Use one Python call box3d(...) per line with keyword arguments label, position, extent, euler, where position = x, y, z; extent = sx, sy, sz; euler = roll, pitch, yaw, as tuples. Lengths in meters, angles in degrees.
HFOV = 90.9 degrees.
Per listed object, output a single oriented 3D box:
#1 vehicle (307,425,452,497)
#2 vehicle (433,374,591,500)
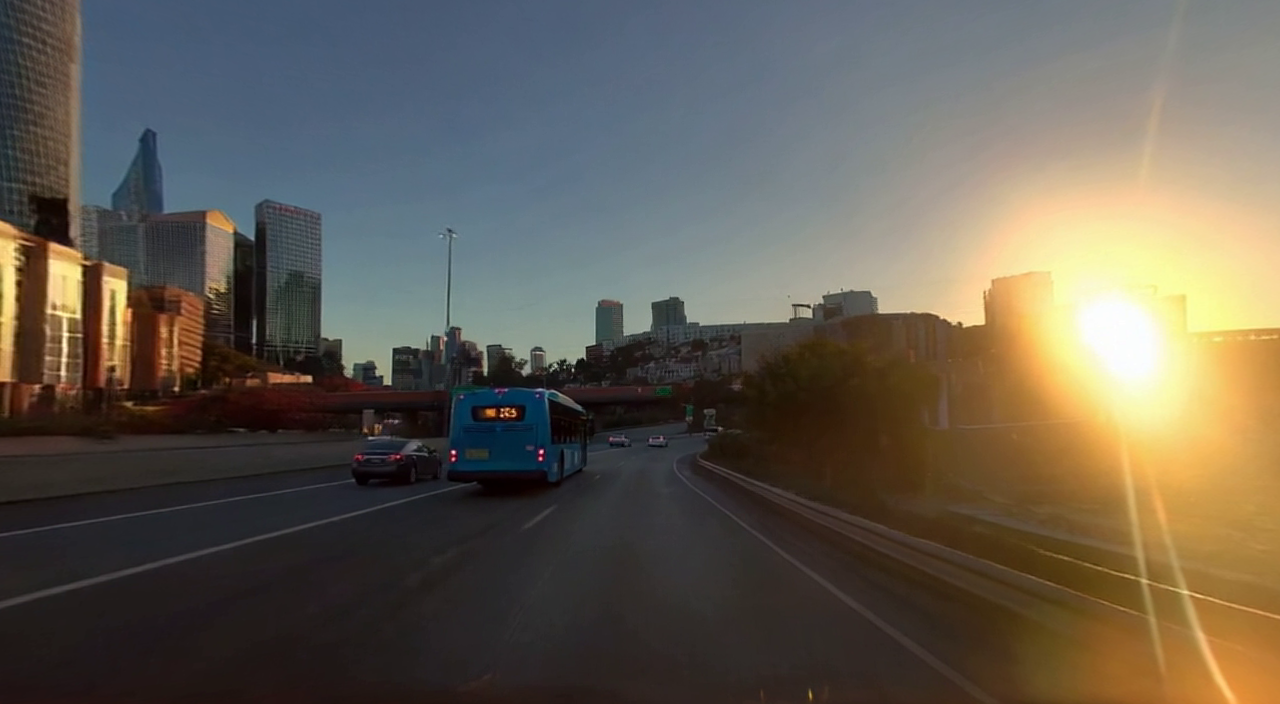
box3d(label="vehicle", position=(-6.902, 2.950, 17.342), extent=(1.993, 1.690, 4.450), euler=(-1, -9, 1))
box3d(label="vehicle", position=(-3.339, 2.646, 19.125), extent=(2.888, 2.944, 8.373), euler=(0, -9, 1))
